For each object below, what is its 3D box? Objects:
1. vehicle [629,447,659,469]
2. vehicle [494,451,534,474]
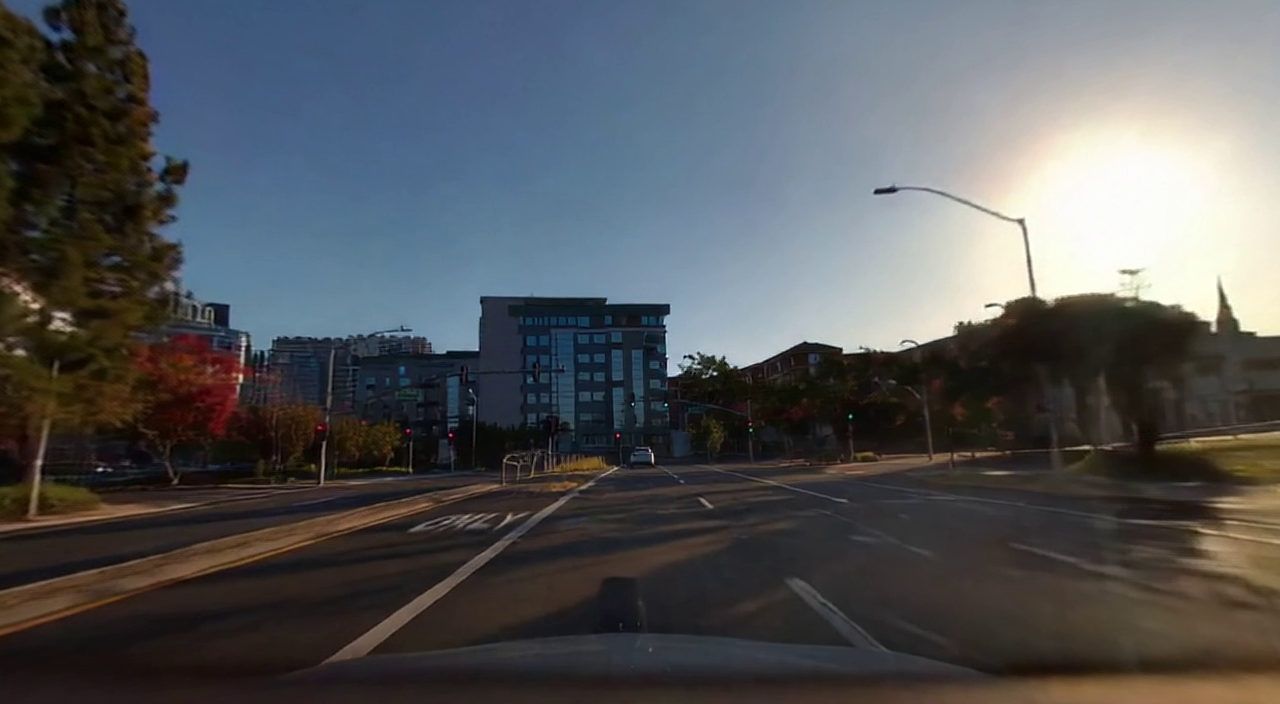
[{"bbox_3d":[0.307,7.593,45.293,2.064,1.477,3.968,0,-9,0],"label":"vehicle"},{"bbox_3d":[-8.793,7.746,44.373,1.887,1.480,4.446,0,-9,0],"label":"vehicle"}]
